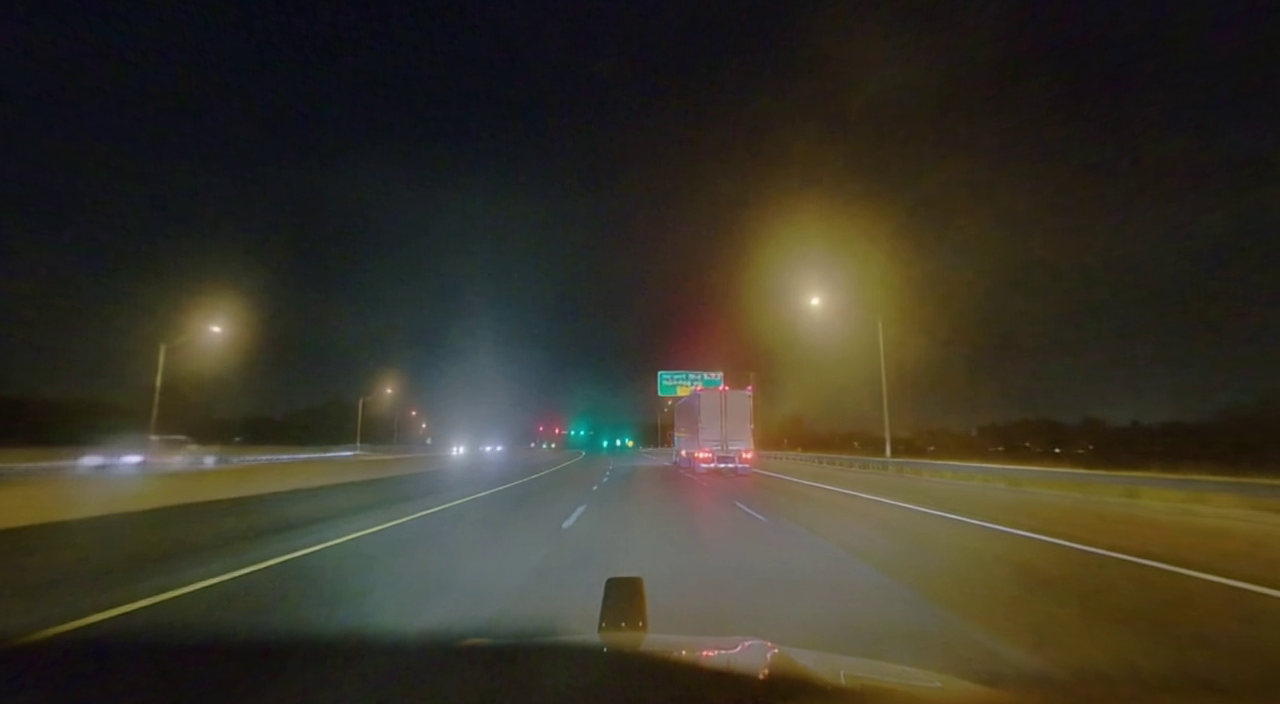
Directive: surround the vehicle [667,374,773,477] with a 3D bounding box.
[{"bbox_3d":[3.668,4.298,34.995,2.932,4.205,18.253,0,-8,-2],"label":"vehicle"}]
